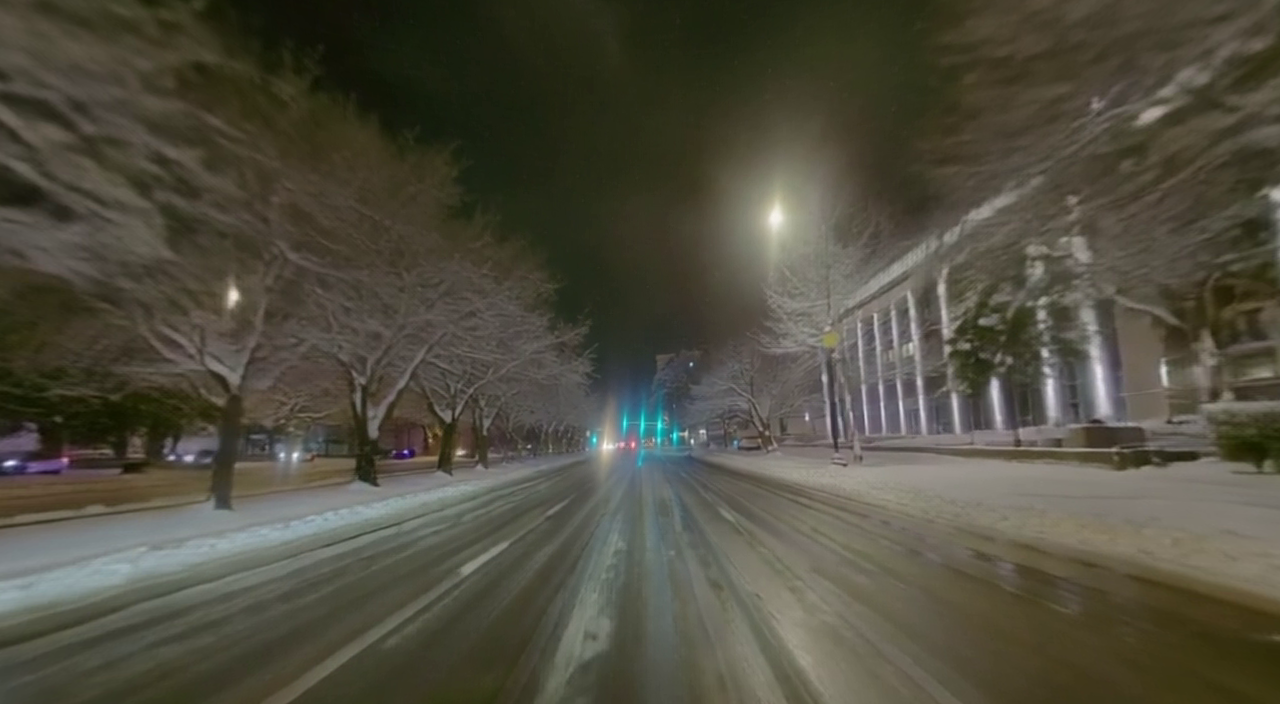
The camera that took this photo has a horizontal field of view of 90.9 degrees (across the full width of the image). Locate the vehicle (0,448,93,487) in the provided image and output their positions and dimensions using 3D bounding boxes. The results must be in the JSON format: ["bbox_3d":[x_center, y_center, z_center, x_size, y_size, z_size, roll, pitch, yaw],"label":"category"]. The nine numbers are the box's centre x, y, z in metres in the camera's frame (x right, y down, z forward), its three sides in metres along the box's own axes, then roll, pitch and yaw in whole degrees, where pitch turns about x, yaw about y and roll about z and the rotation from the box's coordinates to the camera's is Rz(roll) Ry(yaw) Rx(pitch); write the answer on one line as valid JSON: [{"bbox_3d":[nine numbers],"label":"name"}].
[{"bbox_3d":[-26.295,4.860,26.888,1.850,1.477,4.492,0,-8,0],"label":"vehicle"}]
